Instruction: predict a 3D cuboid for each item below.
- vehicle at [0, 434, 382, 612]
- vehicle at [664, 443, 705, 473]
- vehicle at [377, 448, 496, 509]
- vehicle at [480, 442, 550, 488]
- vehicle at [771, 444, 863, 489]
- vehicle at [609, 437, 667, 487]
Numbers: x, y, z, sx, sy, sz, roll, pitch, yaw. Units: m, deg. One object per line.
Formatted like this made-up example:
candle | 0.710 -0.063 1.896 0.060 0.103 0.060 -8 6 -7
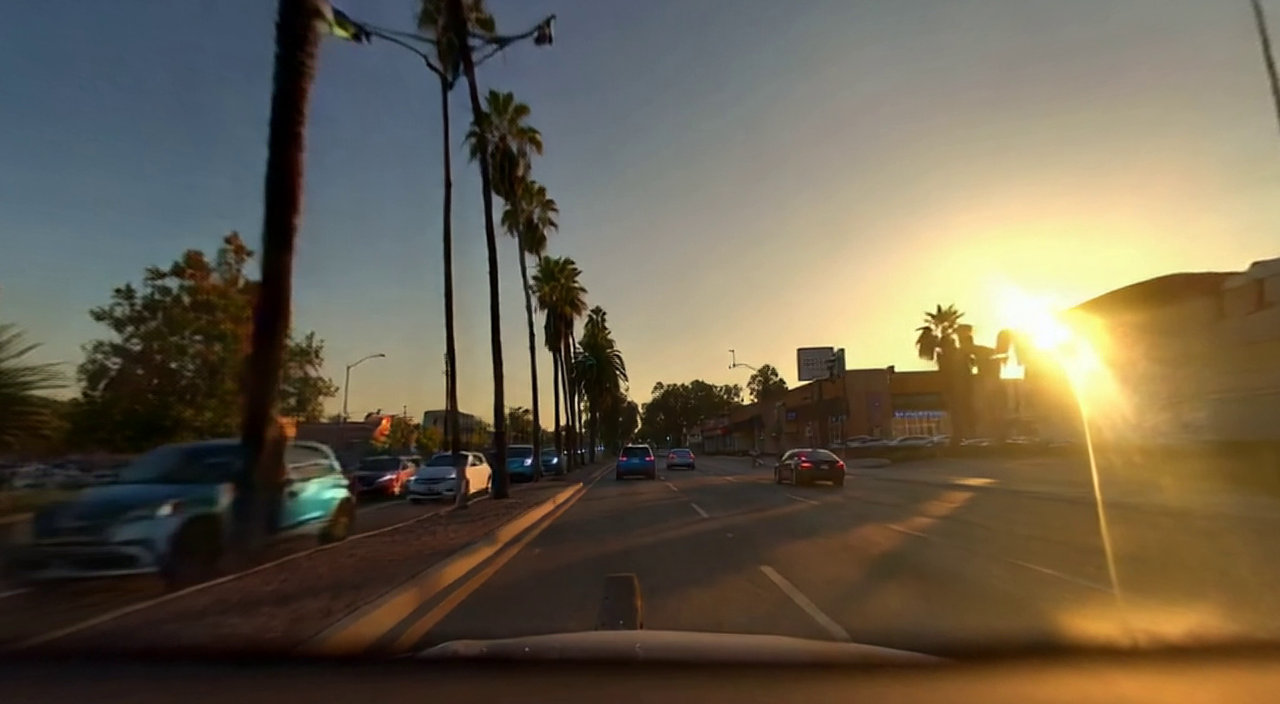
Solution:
vehicle | -5.082 1.828 7.713 2.036 1.541 4.107 -1 -8 1
vehicle | 2.663 6.474 39.006 2.112 1.710 4.234 0 -8 -1
vehicle | -5.656 3.538 18.233 2.017 1.463 4.384 -2 -8 0
vehicle | -5.247 4.780 27.192 2.160 1.769 4.494 0 -8 -1
vehicle | 6.275 4.093 22.938 1.944 1.447 4.309 0 -8 -2
vehicle | -0.122 4.360 25.373 2.151 1.787 4.109 0 -8 -1
